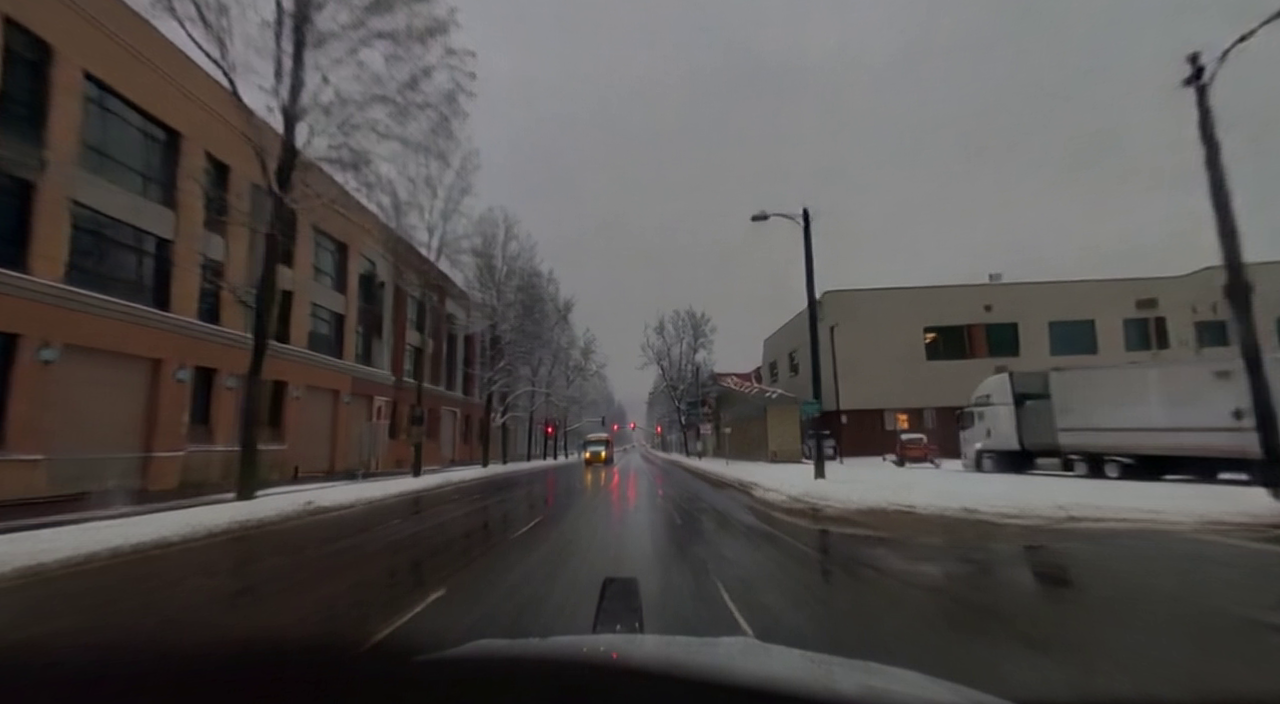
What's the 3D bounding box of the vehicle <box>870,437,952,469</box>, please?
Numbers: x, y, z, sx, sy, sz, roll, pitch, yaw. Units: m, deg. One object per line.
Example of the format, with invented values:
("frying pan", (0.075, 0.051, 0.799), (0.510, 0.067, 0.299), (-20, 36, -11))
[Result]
("vehicle", (14.735, 5.488, 34.291), (3.627, 1.567, 1.774), (-2, -7, 1))
